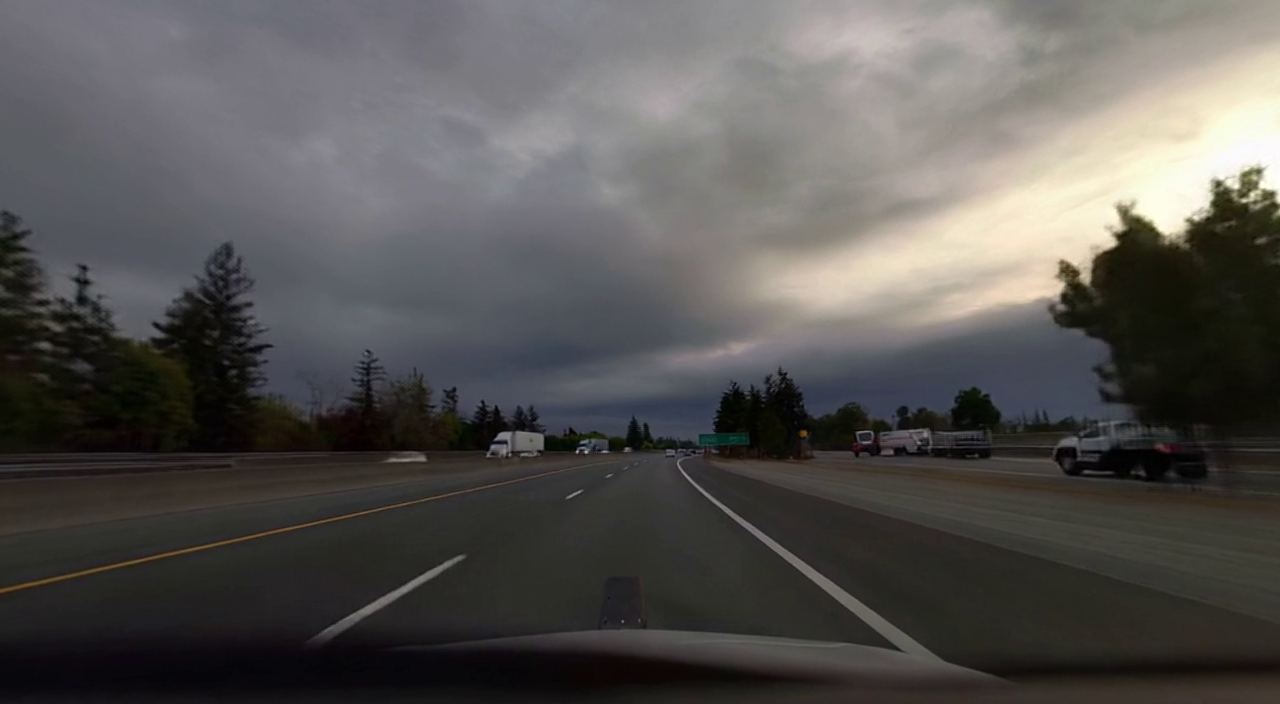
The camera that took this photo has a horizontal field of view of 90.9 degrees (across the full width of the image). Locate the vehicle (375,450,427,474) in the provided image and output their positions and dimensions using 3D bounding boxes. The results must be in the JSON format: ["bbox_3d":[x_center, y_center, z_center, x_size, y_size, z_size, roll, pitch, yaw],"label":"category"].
[{"bbox_3d":[-15.435,7.090,40.857,1.762,1.467,3.614,-1,-9,3],"label":"vehicle"}]

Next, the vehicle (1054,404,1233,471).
[{"bbox_3d":[37.428,6.725,48.168,2.915,4.160,14.848,-5,-10,7],"label":"vehicle"}]
